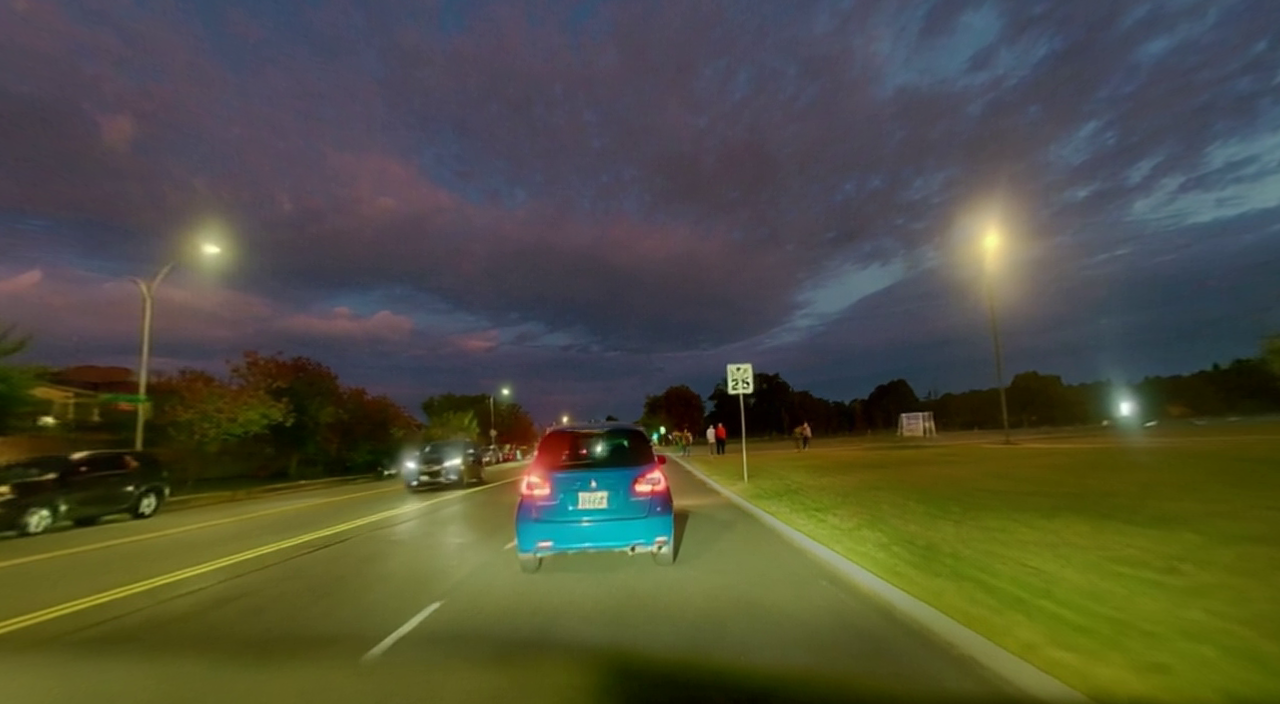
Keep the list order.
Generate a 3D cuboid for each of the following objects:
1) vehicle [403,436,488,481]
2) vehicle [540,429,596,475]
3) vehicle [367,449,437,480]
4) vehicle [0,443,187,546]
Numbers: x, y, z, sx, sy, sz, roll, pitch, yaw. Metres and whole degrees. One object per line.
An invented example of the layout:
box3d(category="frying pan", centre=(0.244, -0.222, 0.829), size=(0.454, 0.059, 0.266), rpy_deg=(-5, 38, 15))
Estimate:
box3d(category="vehicle", centre=(-8.606, 4.752, 28.361), size=(2.060, 1.785, 5.303), rpy_deg=(-2, -8, 1))
box3d(category="vehicle", centre=(-3.025, 4.318, 27.243), size=(1.908, 1.809, 4.230), rpy_deg=(0, -8, 1))
box3d(category="vehicle", centre=(-12.205, 5.800, 32.574), size=(1.887, 1.469, 4.691), rpy_deg=(0, -9, -1))
box3d(category="vehicle", centre=(-12.383, 2.870, 13.446), size=(1.928, 1.800, 4.632), rpy_deg=(0, -8, -1))
